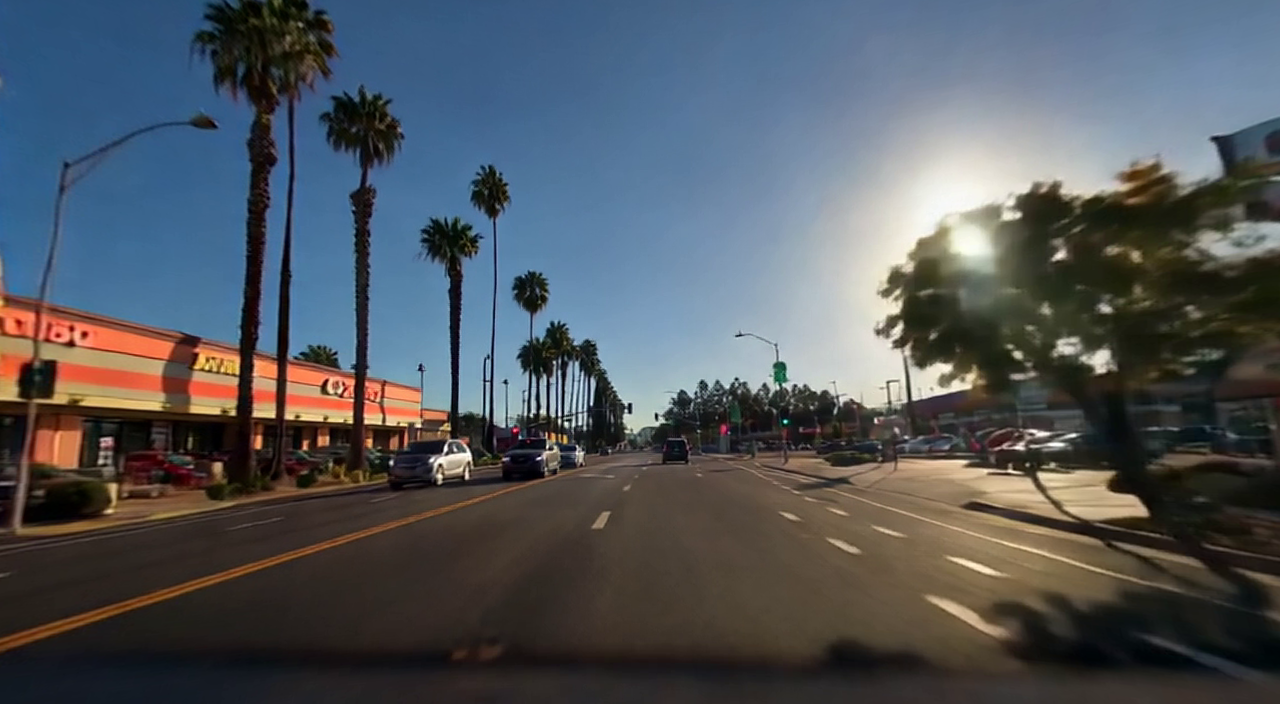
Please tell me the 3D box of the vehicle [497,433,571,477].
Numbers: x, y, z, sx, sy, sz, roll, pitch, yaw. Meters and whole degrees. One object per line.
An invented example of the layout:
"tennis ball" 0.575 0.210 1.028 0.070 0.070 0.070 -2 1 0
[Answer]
"vehicle" -5.182 5.145 31.795 2.551 1.995 5.615 0 -9 2

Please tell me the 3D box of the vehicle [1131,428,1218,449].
"vehicle" 37.583 6.114 44.365 1.789 1.377 4.162 4 -9 -25

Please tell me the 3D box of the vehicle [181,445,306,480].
"vehicle" -20.643 5.776 32.912 5.050 1.758 2.134 0 -9 3

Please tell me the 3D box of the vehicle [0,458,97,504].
"vehicle" -21.085 4.305 20.832 4.552 1.389 1.779 -2 -10 2

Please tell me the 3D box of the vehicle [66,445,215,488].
"vehicle" -21.095 4.859 26.757 4.498 1.729 2.102 0 -9 1

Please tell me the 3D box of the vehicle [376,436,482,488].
"vehicle" -9.018 4.752 27.626 2.328 1.976 5.915 0 -9 3

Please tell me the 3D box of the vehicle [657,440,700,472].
"vehicle" 1.950 5.352 32.654 2.065 1.507 4.225 0 -9 2

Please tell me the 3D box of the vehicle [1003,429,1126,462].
"vehicle" 18.910 4.195 28.155 4.140 1.422 1.869 0 -9 0

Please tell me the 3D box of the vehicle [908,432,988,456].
"vehicle" 21.638 6.491 44.409 2.028 1.556 4.625 5 -10 -29
